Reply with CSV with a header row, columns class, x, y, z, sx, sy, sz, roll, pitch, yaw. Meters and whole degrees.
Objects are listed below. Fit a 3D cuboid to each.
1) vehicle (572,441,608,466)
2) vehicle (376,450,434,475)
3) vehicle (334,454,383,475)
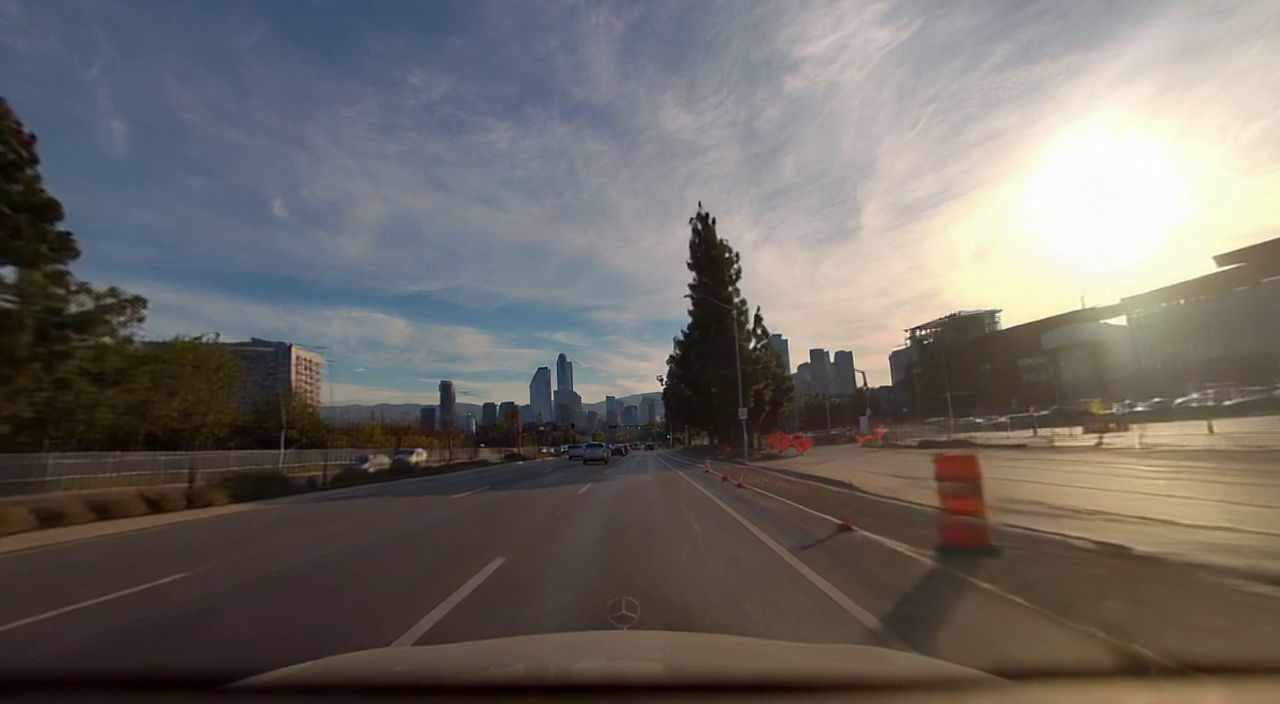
class,x,y,z,sx,sy,sz,roll,pitch,yaw
vehicle,-3.444,7.056,44.009,2.121,1.654,3.993,0,-9,1
vehicle,-15.309,7.171,41.386,1.882,1.472,4.796,-1,-9,1
vehicle,-21.791,8.725,49.080,1.817,1.447,4.369,-1,-9,1
